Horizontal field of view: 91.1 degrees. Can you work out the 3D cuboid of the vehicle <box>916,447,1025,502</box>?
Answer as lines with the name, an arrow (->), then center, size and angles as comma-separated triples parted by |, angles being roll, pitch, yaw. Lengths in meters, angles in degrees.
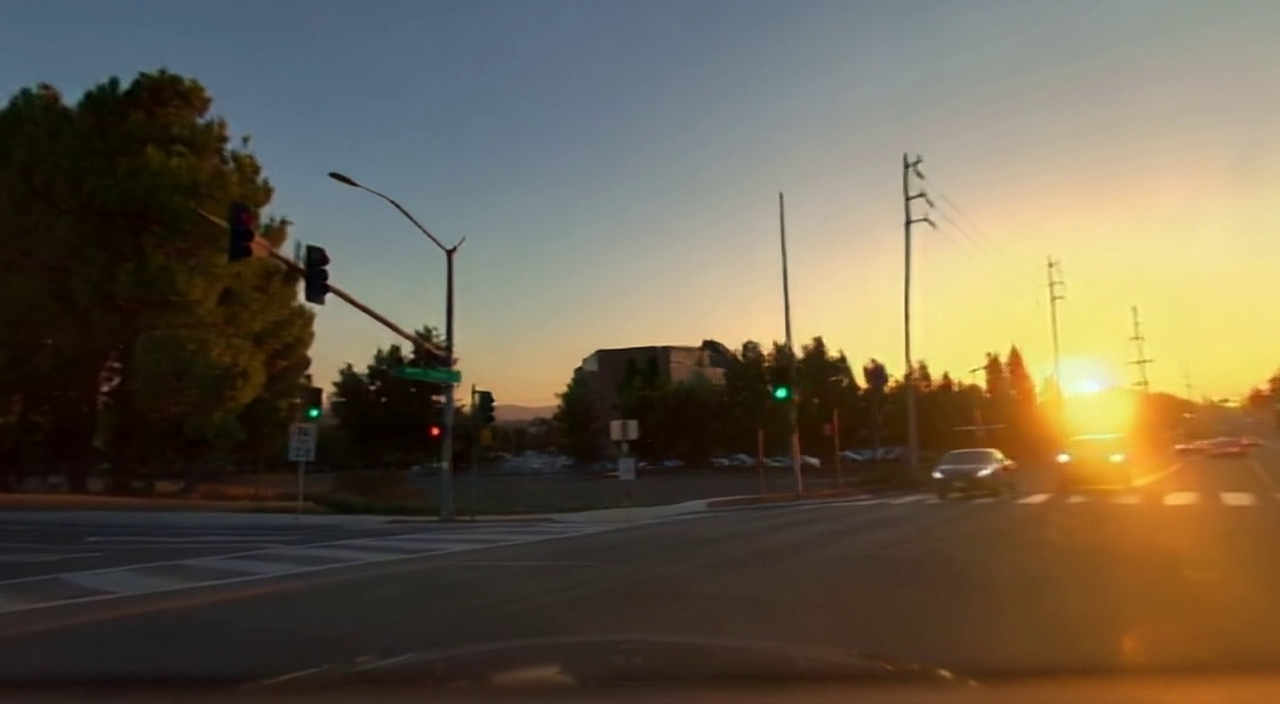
vehicle -> 10.430, 3.765, 19.669 | 2.029, 1.504, 4.293 | -8, -12, 39

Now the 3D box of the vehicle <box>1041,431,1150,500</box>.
vehicle -> 13.179, 3.225, 18.052 | 2.090, 1.697, 4.341 | -8, -12, 39
